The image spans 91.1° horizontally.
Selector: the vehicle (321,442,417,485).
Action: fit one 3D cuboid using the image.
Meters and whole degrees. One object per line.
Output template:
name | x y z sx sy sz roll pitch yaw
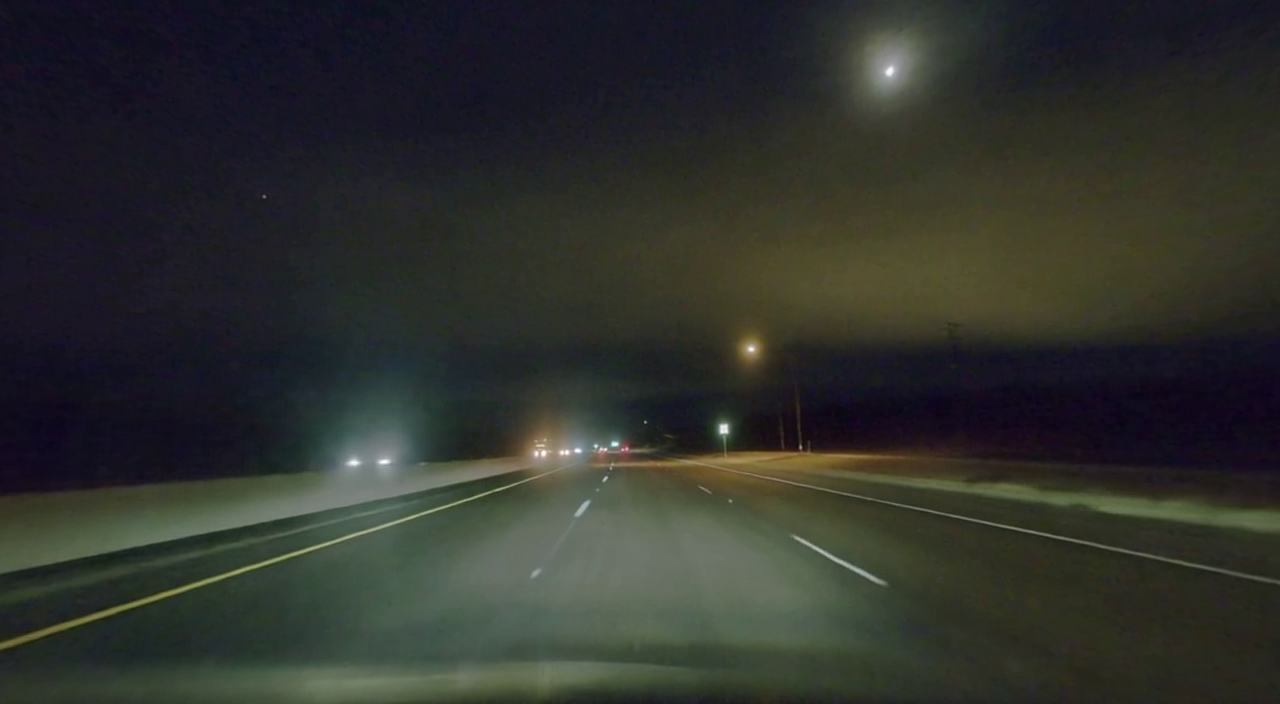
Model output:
vehicle | -11.777 4.870 27.710 2.305 1.725 4.456 0 -9 -1
